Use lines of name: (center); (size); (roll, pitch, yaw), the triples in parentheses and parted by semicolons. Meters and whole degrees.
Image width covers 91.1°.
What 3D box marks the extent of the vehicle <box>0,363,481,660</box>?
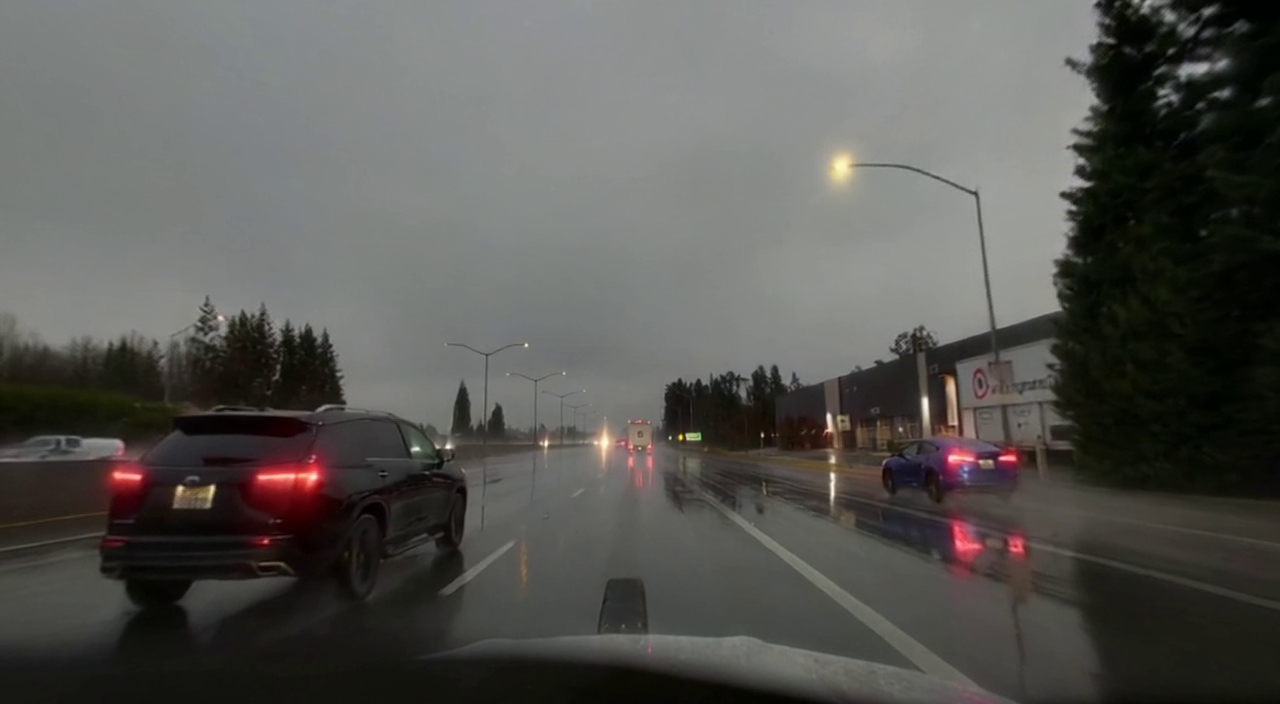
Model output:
vehicle: (-3.351, 1.339, 6.404); (2.178, 1.826, 4.933); (0, -8, 0)

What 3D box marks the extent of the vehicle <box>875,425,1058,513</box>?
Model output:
vehicle: (7.093, 2.573, 14.238); (1.958, 1.681, 4.109); (0, -8, 1)
